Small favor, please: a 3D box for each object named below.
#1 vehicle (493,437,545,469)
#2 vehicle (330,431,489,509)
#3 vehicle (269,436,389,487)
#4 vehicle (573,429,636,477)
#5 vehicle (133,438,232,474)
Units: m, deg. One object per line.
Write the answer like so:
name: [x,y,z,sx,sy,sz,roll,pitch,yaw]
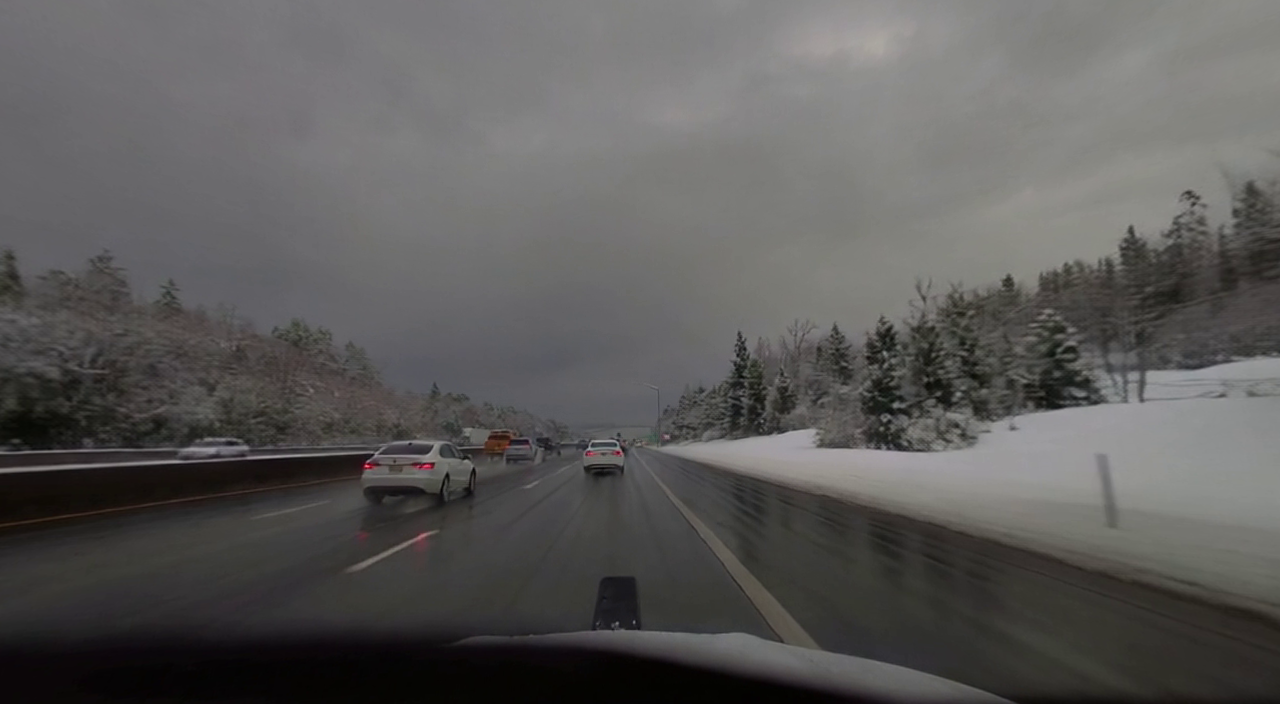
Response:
vehicle: [-5.845,4.881,30.707,1.835,1.432,3.835,0,-8,-1]
vehicle: [-4.934,2.547,14.246,1.971,1.464,4.386,0,-8,0]
vehicle: [-9.669,3.381,19.933,1.850,1.439,3.932,0,-8,-1]
vehicle: [-1.315,3.802,23.982,2.178,1.658,3.916,0,-8,-2]
vehicle: [-22.360,5.070,30.969,1.856,1.607,4.114,0,-8,-2]
